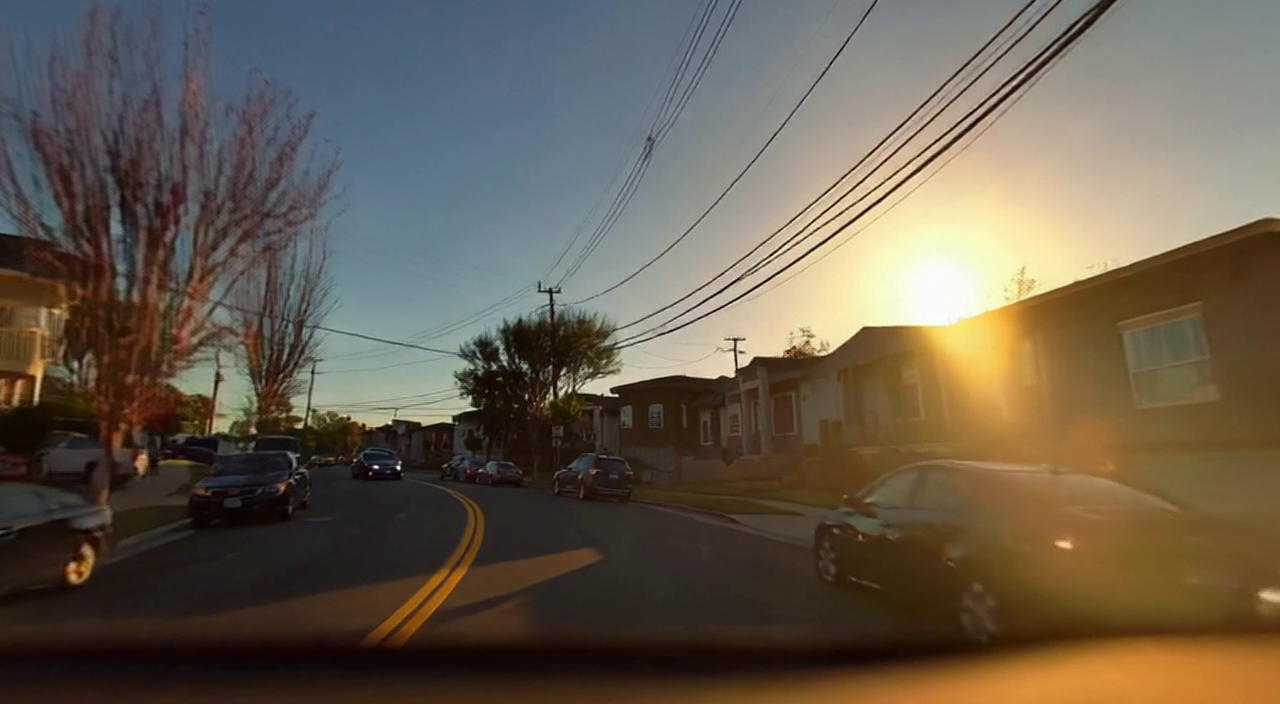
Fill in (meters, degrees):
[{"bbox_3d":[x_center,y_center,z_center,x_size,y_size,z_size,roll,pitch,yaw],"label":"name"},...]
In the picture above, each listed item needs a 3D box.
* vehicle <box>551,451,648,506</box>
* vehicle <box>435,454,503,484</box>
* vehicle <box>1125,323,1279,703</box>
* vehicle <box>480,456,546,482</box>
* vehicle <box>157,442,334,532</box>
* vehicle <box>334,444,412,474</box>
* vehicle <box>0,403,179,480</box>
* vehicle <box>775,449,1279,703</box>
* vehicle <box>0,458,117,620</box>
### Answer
[{"bbox_3d":[-1.578,4.406,22.464,1.994,1.682,4.750,4,-10,-22],"label":"vehicle"},{"bbox_3d":[-9.916,6.685,36.465,1.923,1.531,4.568,7,-11,-40],"label":"vehicle"},{"bbox_3d":[3.141,0.535,0.313,1.974,1.769,4.610,0,-9,-2],"label":"vehicle"},{"bbox_3d":[-8.819,8.131,44.124,2.023,1.586,4.163,-8,-11,40],"label":"vehicle"},{"bbox_3d":[-8.650,2.912,14.417,2.023,1.674,4.556,2,-9,-14],"label":"vehicle"},{"bbox_3d":[-19.493,7.767,46.016,5.504,1.869,2.449,-6,-17,35],"label":"vehicle"},{"bbox_3d":[-16.453,2.448,17.221,5.822,1.956,2.355,4,-10,-27],"label":"vehicle"},{"bbox_3d":[2.926,1.611,5.558,2.078,1.484,4.589,1,-9,-5],"label":"vehicle"},{"bbox_3d":[-6.909,1.782,5.439,2.003,1.447,3.642,-5,-8,-6],"label":"vehicle"}]
